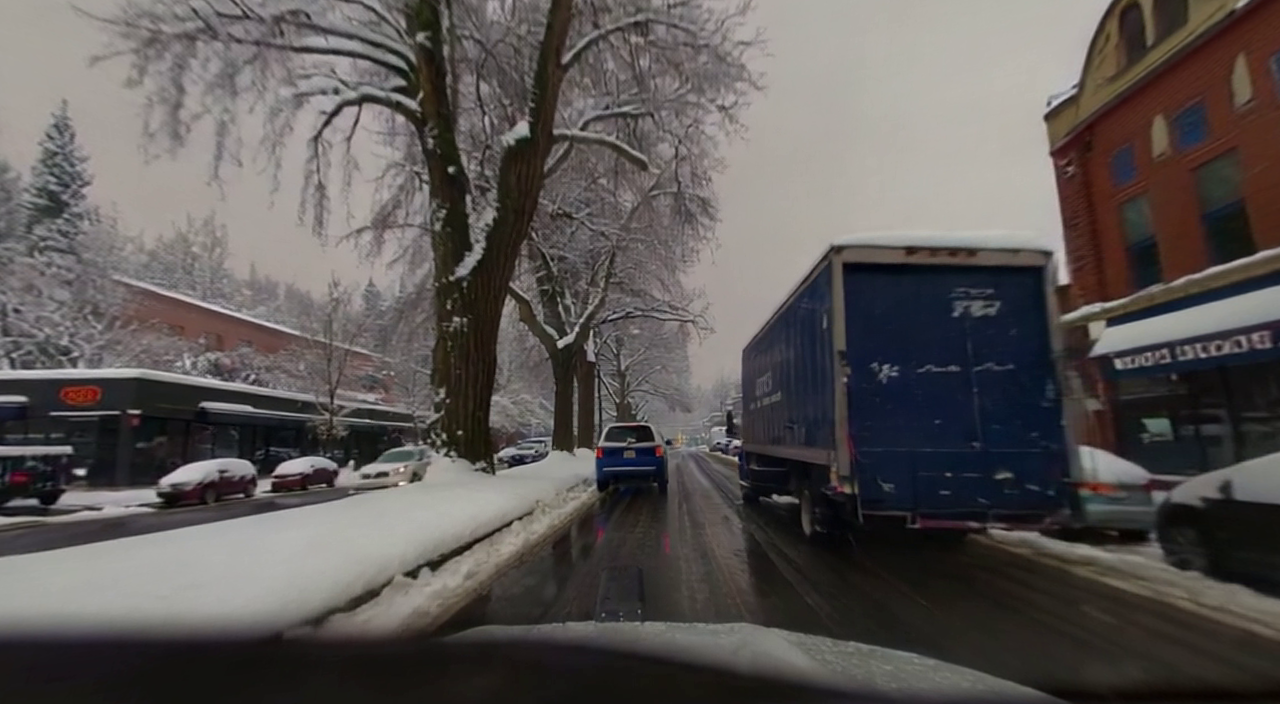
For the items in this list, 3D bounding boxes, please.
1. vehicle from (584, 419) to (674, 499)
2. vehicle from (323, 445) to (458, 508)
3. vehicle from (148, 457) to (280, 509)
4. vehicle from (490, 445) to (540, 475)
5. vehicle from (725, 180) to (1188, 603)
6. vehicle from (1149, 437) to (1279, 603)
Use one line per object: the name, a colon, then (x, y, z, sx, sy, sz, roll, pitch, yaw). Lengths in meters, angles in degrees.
vehicle: (-0.153, 3.100, 18.685, 2.293, 2.036, 4.853, -1, -8, 3)
vehicle: (-6.913, 3.461, 18.126, 2.056, 1.534, 4.645, 0, -8, -1)
vehicle: (-15.695, 4.796, 23.625, 1.841, 1.567, 4.413, -3, -8, 1)
vehicle: (-7.353, 6.386, 37.652, 1.937, 1.641, 4.575, 0, -8, 1)
vehicle: (3.895, 1.253, 12.699, 3.007, 4.206, 12.913, 0, -9, 2)
vehicle: (6.850, 1.461, 5.219, 1.929, 1.522, 4.158, -1, -8, 3)
